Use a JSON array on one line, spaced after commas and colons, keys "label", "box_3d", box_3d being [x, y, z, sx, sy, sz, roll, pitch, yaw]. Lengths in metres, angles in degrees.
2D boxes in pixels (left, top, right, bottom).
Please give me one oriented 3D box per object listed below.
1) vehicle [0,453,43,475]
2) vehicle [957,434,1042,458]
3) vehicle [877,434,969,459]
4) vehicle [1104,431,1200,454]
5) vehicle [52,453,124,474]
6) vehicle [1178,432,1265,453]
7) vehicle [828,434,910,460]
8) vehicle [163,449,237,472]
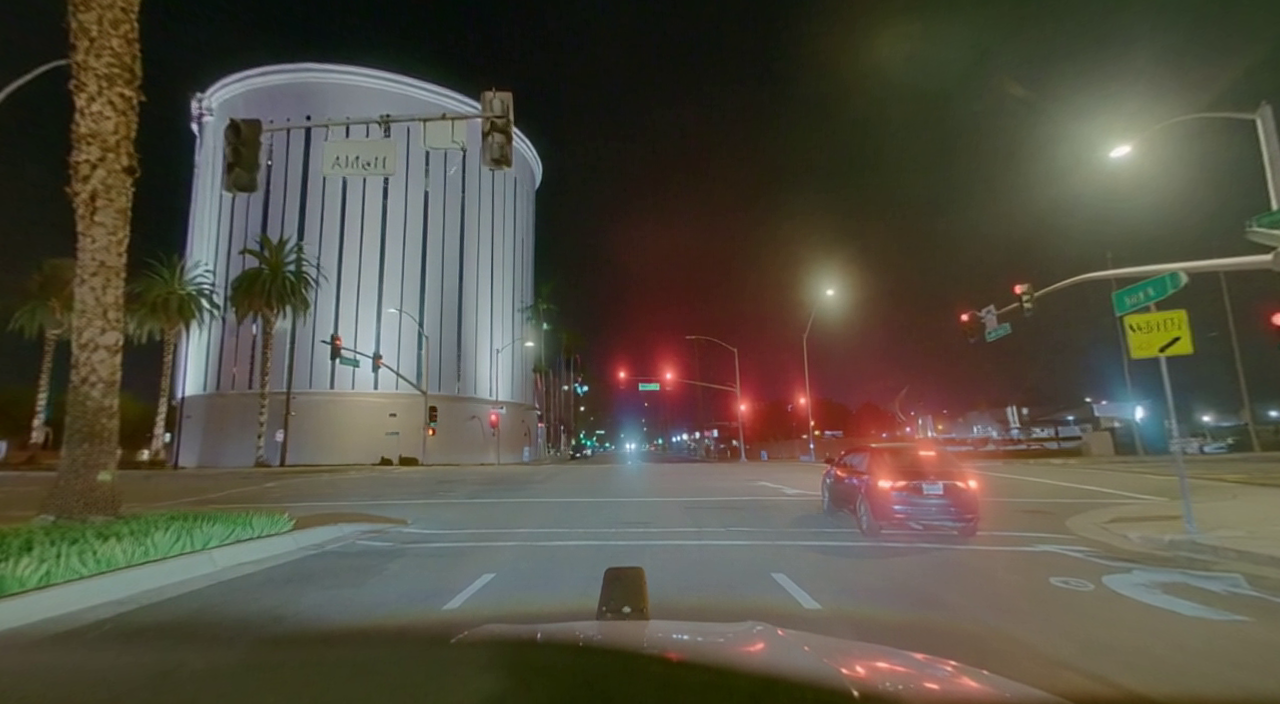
[{"label": "vehicle", "box_3d": [-47.959, 8.479, 47.710, 3.786, 1.555, 1.702, 0, -8, 2]}, {"label": "vehicle", "box_3d": [23.592, 6.182, 41.467, 4.423, 1.465, 1.798, 0, -8, 0]}, {"label": "vehicle", "box_3d": [16.994, 5.706, 37.961, 4.684, 1.461, 1.777, 0, -8, -1]}, {"label": "vehicle", "box_3d": [33.283, 5.896, 41.055, 4.567, 1.458, 1.791, 0, -8, 1]}, {"label": "vehicle", "box_3d": [-41.651, 8.390, 47.581, 3.698, 1.467, 1.779, 0, -8, 0]}, {"label": "vehicle", "box_3d": [42.173, 6.600, 45.777, 4.437, 1.469, 1.811, 0, -8, 0]}, {"label": "vehicle", "box_3d": [15.095, 6.282, 41.693, 4.648, 1.665, 1.910, 0, -8, -1]}, {"label": "vehicle", "box_3d": [-33.137, 8.178, 47.570, 4.136, 1.661, 1.857, 0, -8, 0]}]
